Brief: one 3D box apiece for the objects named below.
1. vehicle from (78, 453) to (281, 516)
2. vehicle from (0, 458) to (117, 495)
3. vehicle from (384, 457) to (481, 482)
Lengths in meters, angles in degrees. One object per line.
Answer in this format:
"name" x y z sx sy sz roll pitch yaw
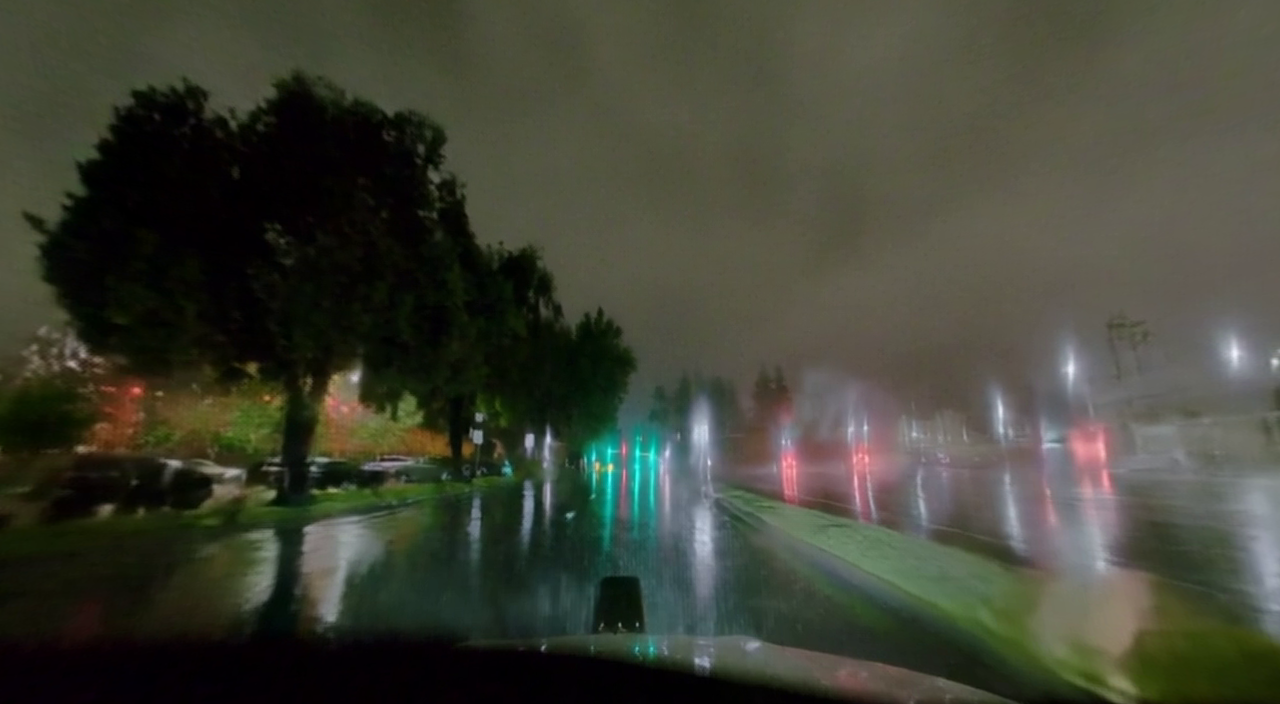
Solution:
"vehicle" -13.569 3.911 18.779 4.422 1.694 2.026 0 -8 1
"vehicle" -26.614 5.463 27.799 5.024 1.494 2.242 0 -8 0
"vehicle" -12.809 7.269 39.044 5.300 1.432 1.951 1 -9 0
